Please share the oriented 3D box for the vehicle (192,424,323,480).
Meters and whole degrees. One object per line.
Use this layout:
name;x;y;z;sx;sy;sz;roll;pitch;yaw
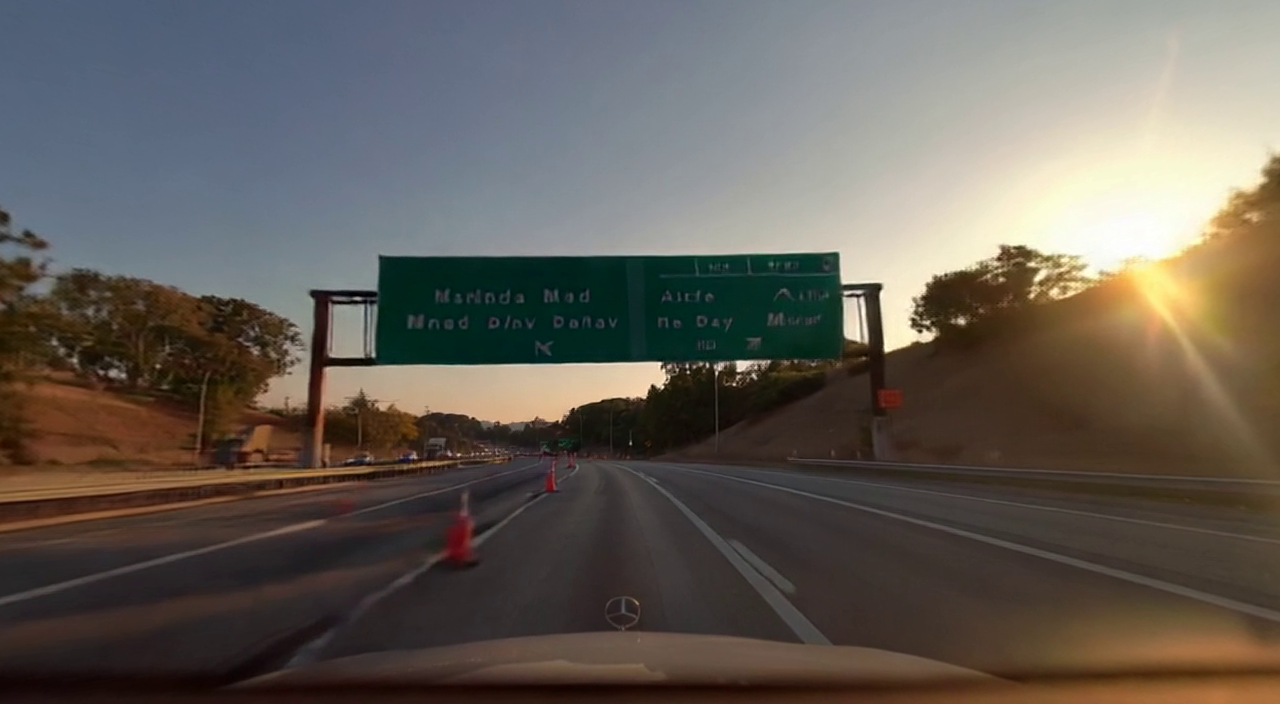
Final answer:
vehicle;-18.264;4.928;30.643;2.450;2.180;6.404;6;-11;-2
